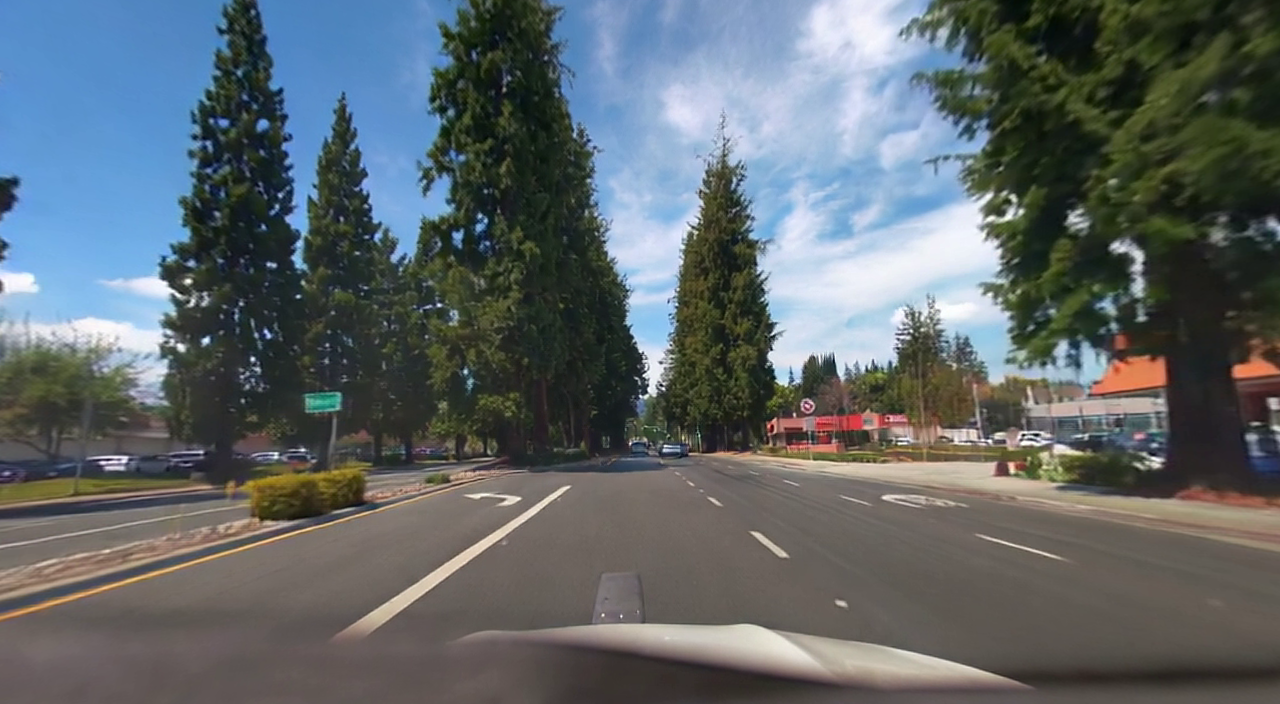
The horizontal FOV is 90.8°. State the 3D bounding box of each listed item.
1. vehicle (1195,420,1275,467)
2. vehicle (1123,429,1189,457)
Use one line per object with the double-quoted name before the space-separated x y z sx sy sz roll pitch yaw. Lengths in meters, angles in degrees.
"vehicle" 31.801 4.866 33.959 2.229 2.281 5.488 -4 -9 35
"vehicle" 31.814 5.633 39.091 2.133 1.584 4.842 -5 -9 28
